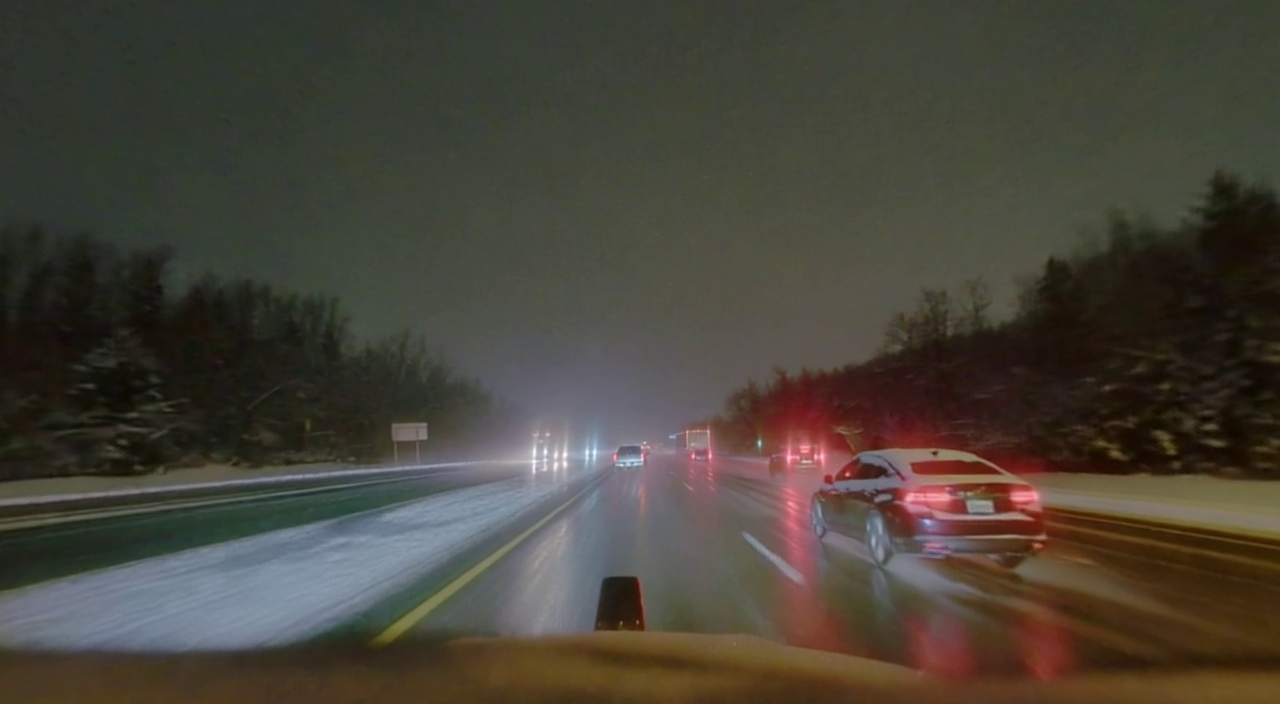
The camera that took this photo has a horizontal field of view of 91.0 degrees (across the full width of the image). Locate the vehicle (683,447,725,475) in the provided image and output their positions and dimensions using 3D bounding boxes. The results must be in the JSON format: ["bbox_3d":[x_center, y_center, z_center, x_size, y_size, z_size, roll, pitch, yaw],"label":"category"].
[{"bbox_3d":[3.726,6.433,37.492,2.047,1.540,4.294,0,-9,0],"label":"vehicle"}]

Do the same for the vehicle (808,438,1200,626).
[{"bbox_3d":[3.443,1.748,7.093,2.004,1.471,4.032,0,-9,0],"label":"vehicle"}]

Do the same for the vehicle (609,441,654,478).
[{"bbox_3d":[-0.365,5.364,31.656,2.142,1.724,4.344,0,-9,1],"label":"vehicle"}]

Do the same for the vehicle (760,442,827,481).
[{"bbox_3d":[6.899,4.959,28.790,1.975,1.650,4.257,0,-9,0],"label":"vehicle"}]
